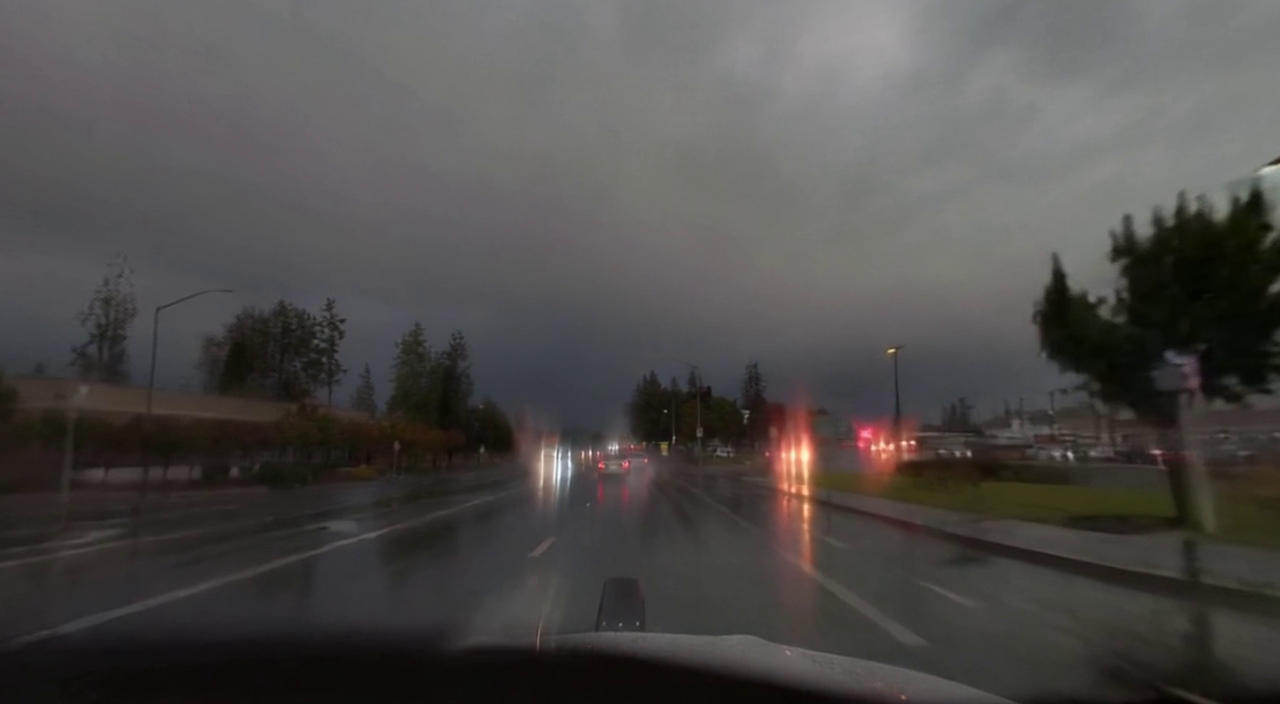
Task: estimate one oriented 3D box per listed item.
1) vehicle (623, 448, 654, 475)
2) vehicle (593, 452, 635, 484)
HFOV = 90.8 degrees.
[{"bbox_3d":[-0.157,7.662,44.459,2.046,1.768,4.370,1,-9,-3],"label":"vehicle"},{"bbox_3d":[-1.262,5.628,30.880,1.917,1.418,3.987,1,-9,-2],"label":"vehicle"}]
